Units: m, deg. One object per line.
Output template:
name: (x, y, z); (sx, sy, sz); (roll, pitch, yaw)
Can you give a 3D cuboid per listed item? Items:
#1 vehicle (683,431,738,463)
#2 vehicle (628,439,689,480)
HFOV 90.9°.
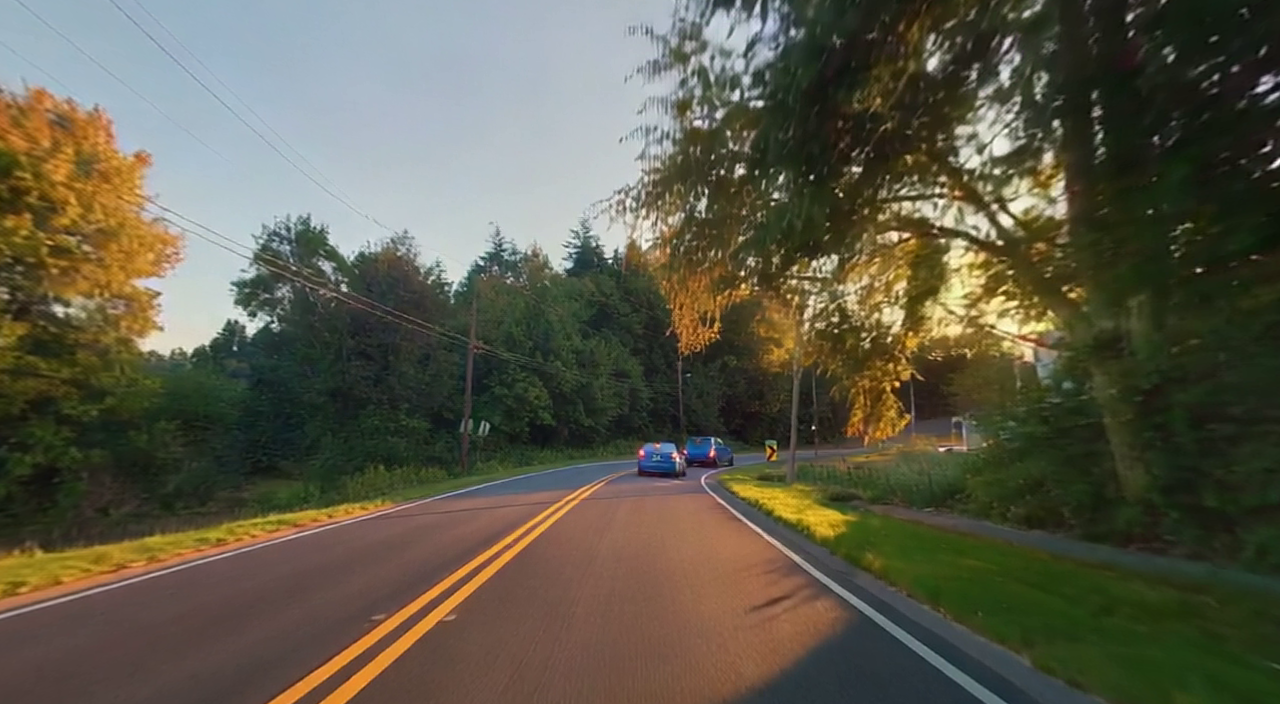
vehicle: (5.094, 6.731, 44.705); (2.376, 2.145, 5.953); (-3, -9, 22)
vehicle: (0.848, 4.447, 26.393); (2.157, 1.565, 4.243); (-1, -8, 7)
